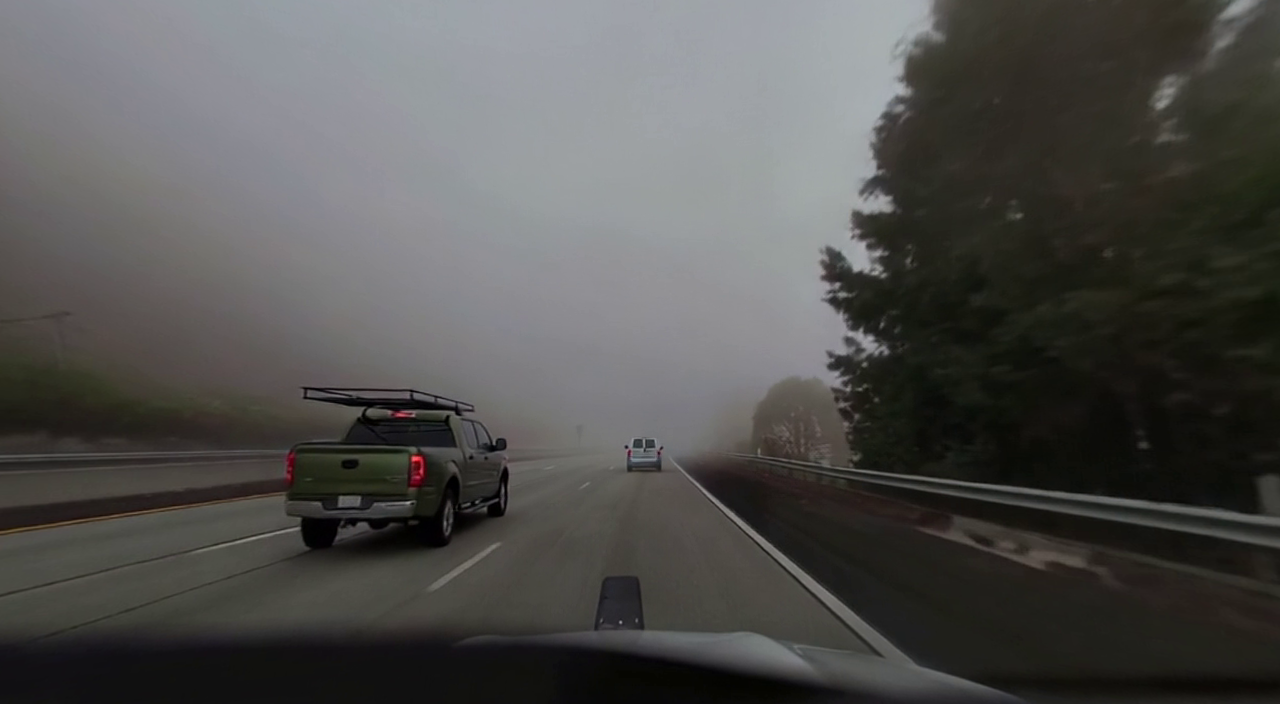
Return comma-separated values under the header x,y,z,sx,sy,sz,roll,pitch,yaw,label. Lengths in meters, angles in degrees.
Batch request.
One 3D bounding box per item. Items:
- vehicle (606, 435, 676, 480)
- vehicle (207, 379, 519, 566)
x,y,z,sx,sy,sz,roll,pitch,yaw,label
0.110,4.432,26.780,2.715,1.669,5.163,0,-9,2,vehicle
-3.373,1.626,9.103,2.250,1.947,4.860,0,-9,0,vehicle
